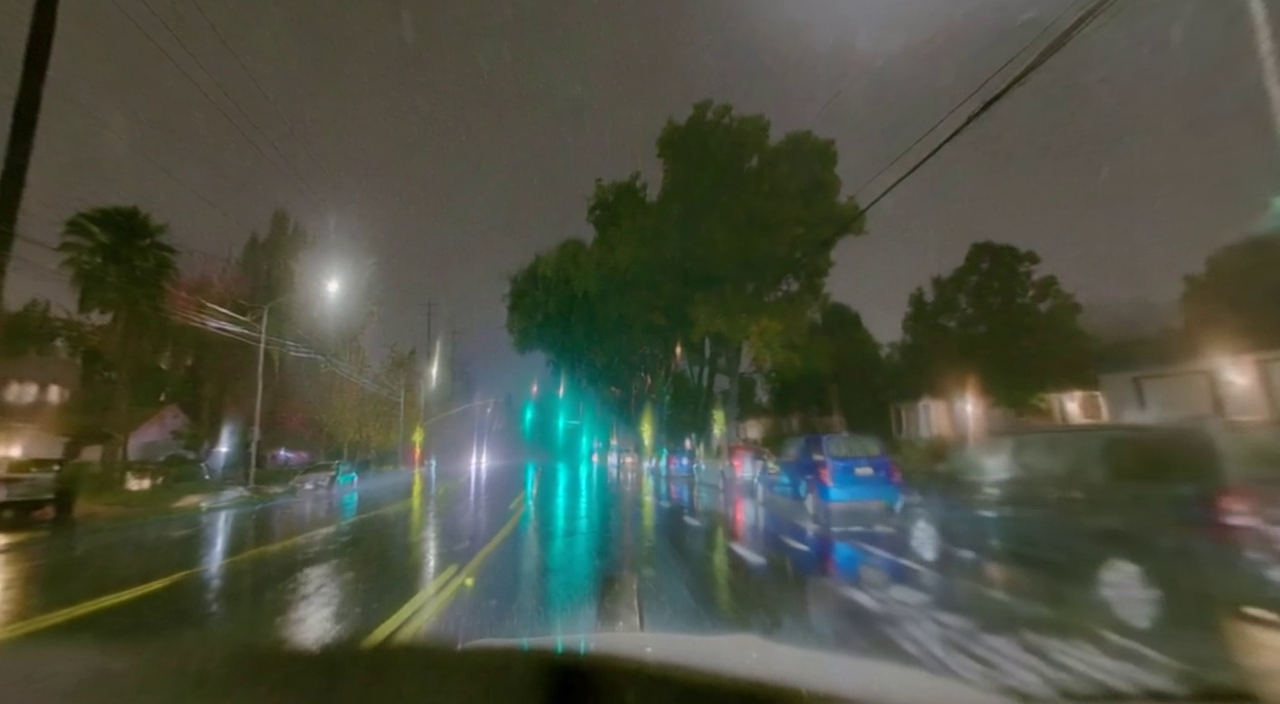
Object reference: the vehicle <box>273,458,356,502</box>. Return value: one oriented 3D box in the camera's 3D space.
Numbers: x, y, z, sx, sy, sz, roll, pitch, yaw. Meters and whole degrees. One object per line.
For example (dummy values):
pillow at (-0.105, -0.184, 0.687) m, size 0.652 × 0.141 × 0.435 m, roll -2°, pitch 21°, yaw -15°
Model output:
vehicle at (-14.308, 5.587, 27.933) m, size 1.932 × 1.468 × 4.305 m, roll -5°, pitch -8°, yaw -9°

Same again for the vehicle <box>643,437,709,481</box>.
vehicle at (1.590, 4.976, 29.600) m, size 2.348 × 1.804 × 5.207 m, roll 3°, pitch -9°, yaw -5°

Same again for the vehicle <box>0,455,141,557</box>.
vehicle at (-12.121, 2.972, 11.881) m, size 2.159 × 1.677 × 4.112 m, roll -7°, pitch -8°, yaw -3°

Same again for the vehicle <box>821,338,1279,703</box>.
vehicle at (4.313, 1.391, 6.152) m, size 2.723 × 1.785 × 7.174 m, roll 4°, pitch -9°, yaw -2°

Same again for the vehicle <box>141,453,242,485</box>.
vehicle at (-27.644, 7.199, 38.955) m, size 4.552 × 1.857 × 1.950 m, roll 1°, pitch -9°, yaw -7°
